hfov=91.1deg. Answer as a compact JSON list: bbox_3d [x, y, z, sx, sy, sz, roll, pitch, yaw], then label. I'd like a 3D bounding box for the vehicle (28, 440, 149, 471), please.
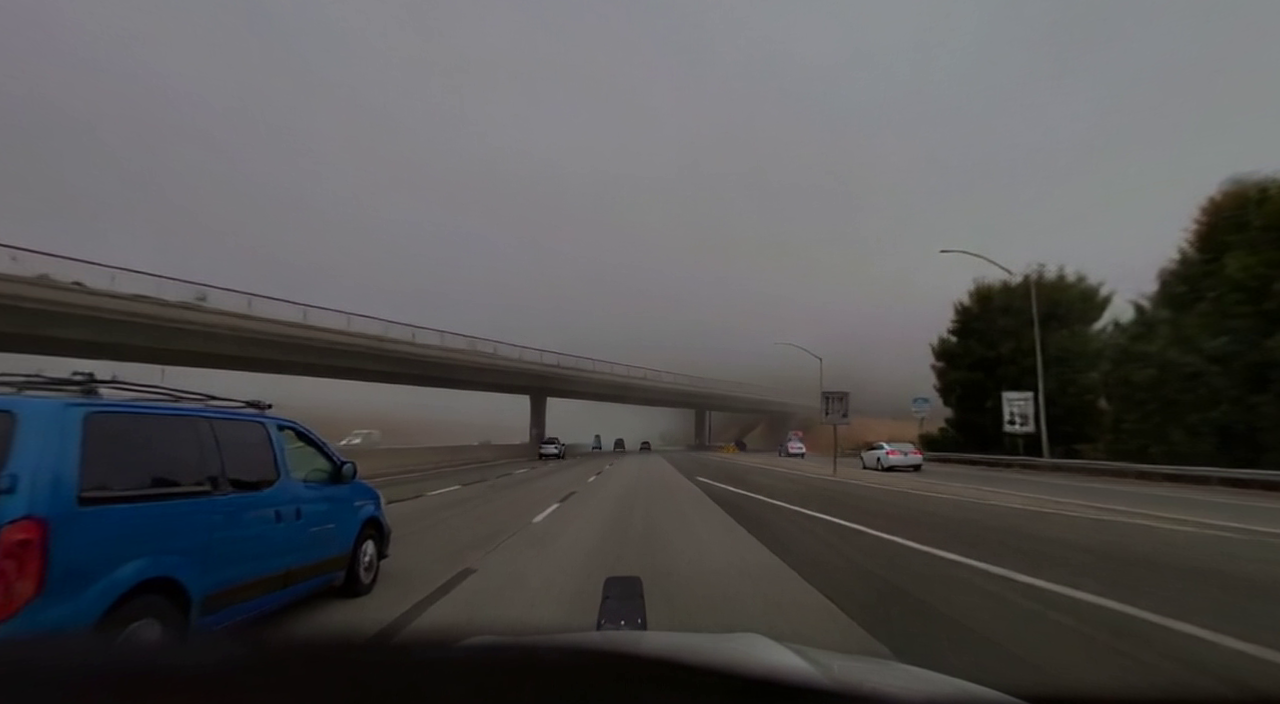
[{"bbox_3d":[-27.678,5.181,31.753,2.002,1.469,4.721,1,-8,-3],"label":"vehicle"}]

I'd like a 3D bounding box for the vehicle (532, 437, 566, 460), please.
[{"bbox_3d":[-6.898,7.372,48.023,1.935,1.633,3.955,0,-8,1],"label":"vehicle"}]
